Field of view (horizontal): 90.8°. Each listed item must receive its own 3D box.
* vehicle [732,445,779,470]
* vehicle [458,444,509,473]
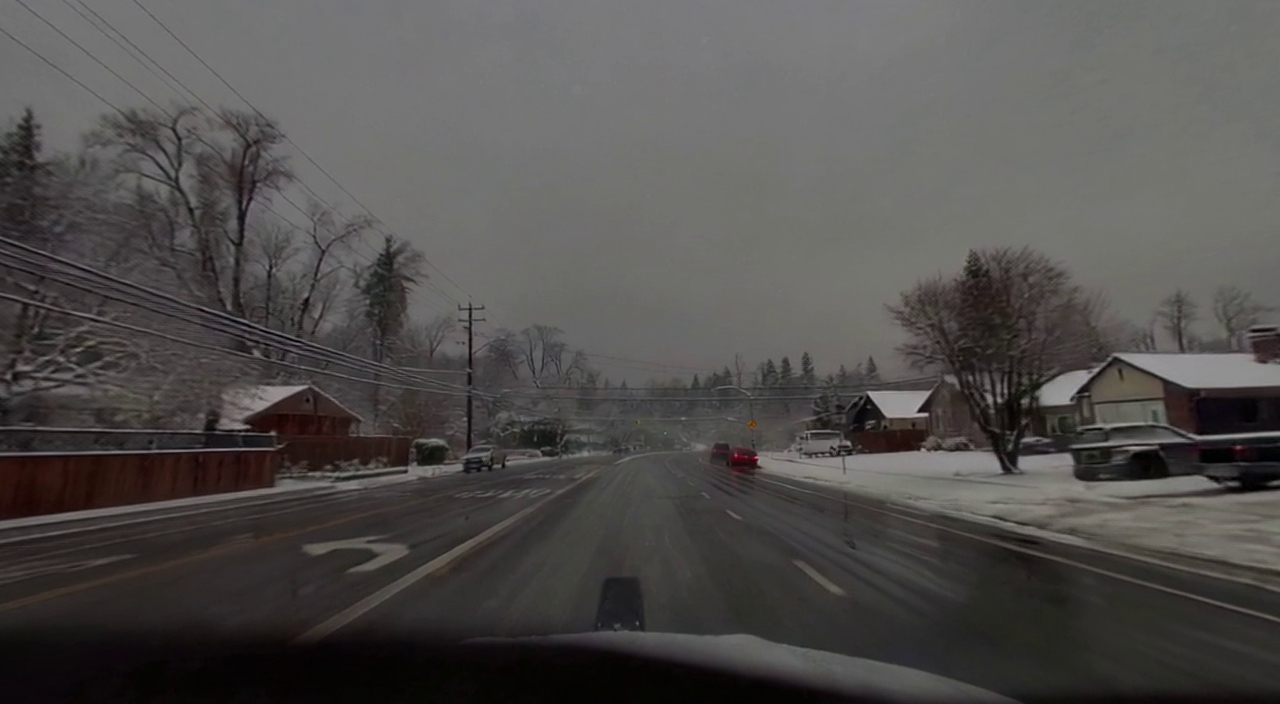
[{"bbox_3d":[6.866,6.311,38.000,1.946,1.404,4.609,0,-8,0],"label":"vehicle"},{"bbox_3d":[-10.664,7.261,43.328,2.095,1.815,4.726,-1,-8,3],"label":"vehicle"}]
